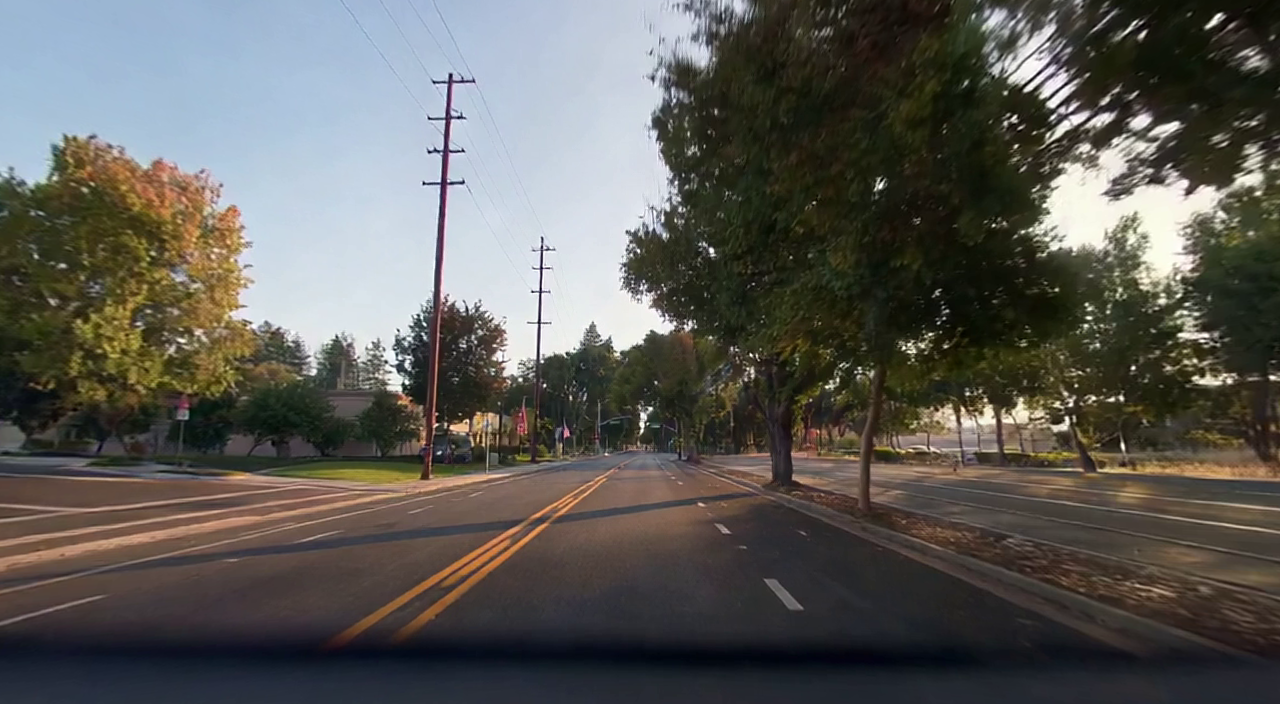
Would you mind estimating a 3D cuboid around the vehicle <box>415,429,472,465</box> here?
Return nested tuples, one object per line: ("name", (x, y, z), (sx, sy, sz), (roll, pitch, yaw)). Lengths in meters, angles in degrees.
("vehicle", (-13.067, 6.356, 42.262), (2.476, 2.256, 5.686), (0, -8, -5))
